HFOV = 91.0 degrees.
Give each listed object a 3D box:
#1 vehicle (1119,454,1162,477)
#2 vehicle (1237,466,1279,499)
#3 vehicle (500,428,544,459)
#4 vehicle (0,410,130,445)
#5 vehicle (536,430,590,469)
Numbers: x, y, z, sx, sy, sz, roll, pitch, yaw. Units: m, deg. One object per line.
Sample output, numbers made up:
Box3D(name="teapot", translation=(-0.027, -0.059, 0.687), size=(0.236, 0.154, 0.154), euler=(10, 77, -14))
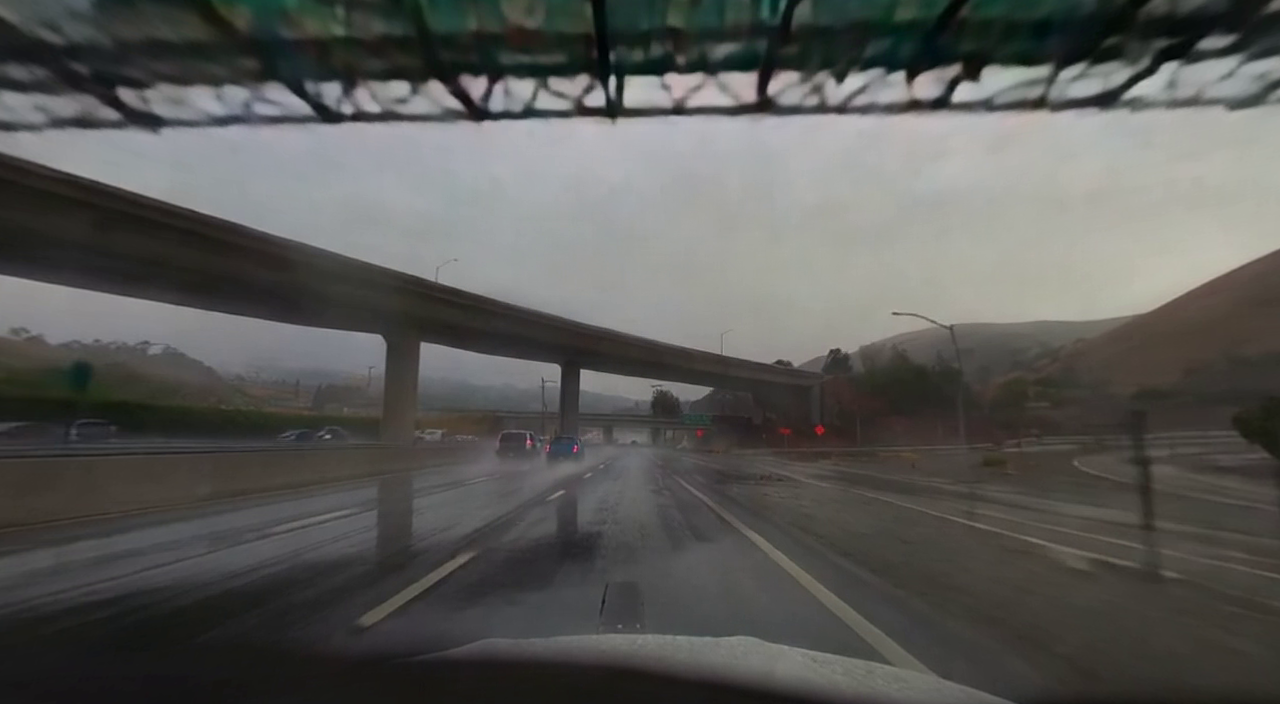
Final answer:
Box3D(name="vehicle", translation=(36.950, 8.369, 46.577), size=(1.929, 1.517, 3.993), euler=(-5, -10, 32))
Box3D(name="vehicle", translation=(34.836, 7.096, 34.396), size=(1.944, 1.528, 4.123), euler=(-4, -9, 25))
Box3D(name="vehicle", translation=(-8.036, 6.315, 43.405), size=(2.132, 1.984, 4.639), euler=(0, -8, 0))
Box3D(name="vehicle", translation=(-30.091, 4.043, 33.038), size=(1.941, 1.677, 5.525), euler=(0, -8, 0))
Box3D(name="vehicle", translation=(-3.864, 5.022, 32.527), size=(2.144, 1.847, 4.850), euler=(0, -8, 0))
